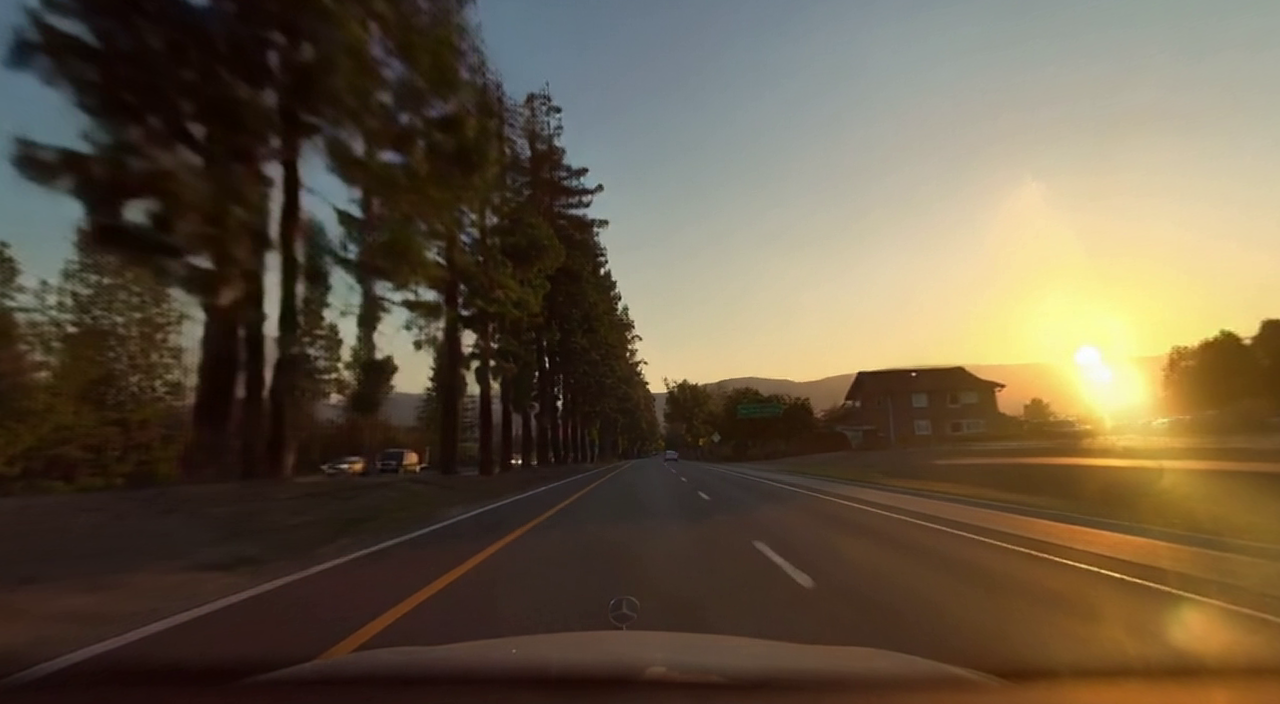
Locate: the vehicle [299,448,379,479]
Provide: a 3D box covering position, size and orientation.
[{"bbox_3d":[-21.906,8.110,46.300,2.507,2.080,6.634,-1,-8,1],"label":"vehicle"}]
